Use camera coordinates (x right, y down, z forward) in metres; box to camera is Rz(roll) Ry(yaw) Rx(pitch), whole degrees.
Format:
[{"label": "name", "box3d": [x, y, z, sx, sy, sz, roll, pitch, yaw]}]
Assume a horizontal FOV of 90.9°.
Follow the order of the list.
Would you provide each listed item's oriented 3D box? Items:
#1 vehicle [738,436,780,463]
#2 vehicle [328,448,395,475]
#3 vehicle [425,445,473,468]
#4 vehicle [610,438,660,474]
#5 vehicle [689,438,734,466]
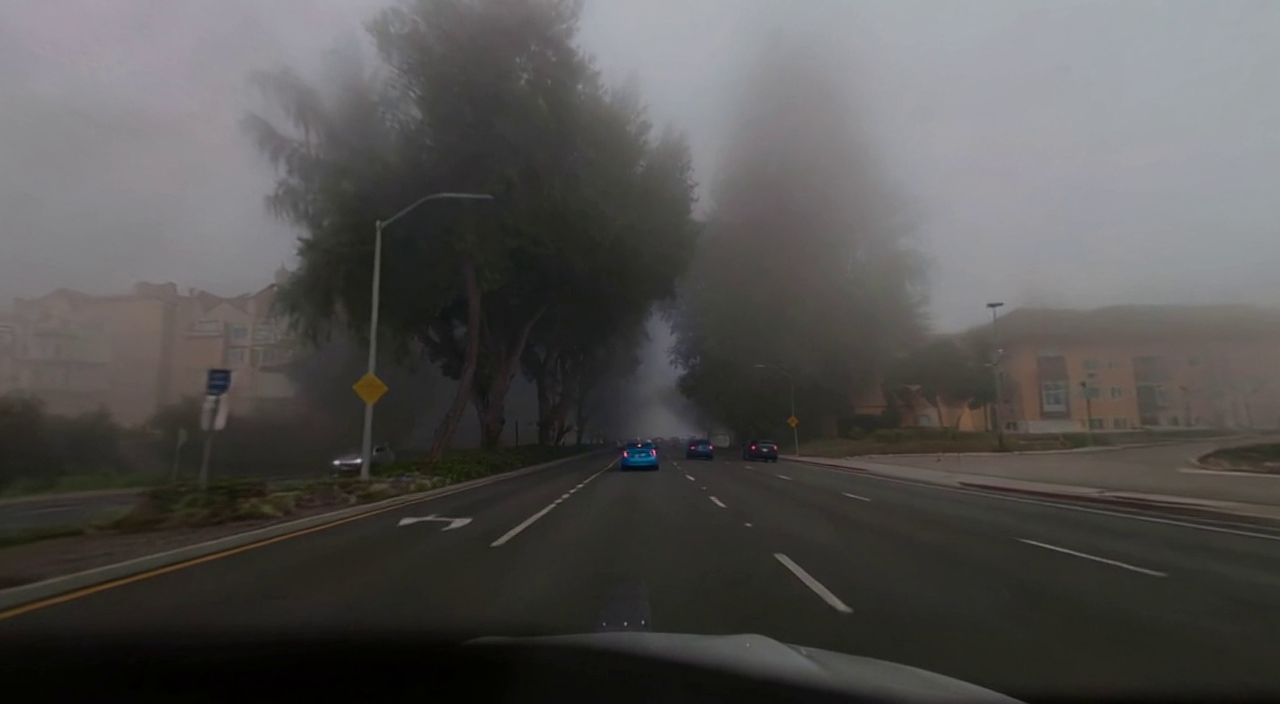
[{"label": "vehicle", "box3d": [7.906, 6.522, 42.124, 1.972, 1.700, 4.269, 0, -8, 0]}, {"label": "vehicle", "box3d": [-16.933, 6.642, 38.550, 1.923, 1.469, 4.537, 0, -8, 1]}, {"label": "vehicle", "box3d": [-13.271, 7.247, 44.011, 1.834, 1.459, 4.406, 0, -8, 2]}, {"label": "vehicle", "box3d": [-0.177, 4.643, 28.394, 2.102, 1.481, 3.907, 0, -8, 1]}, {"label": "vehicle", "box3d": [4.118, 5.832, 37.013, 2.067, 1.514, 4.188, 0, -8, -1]}]
